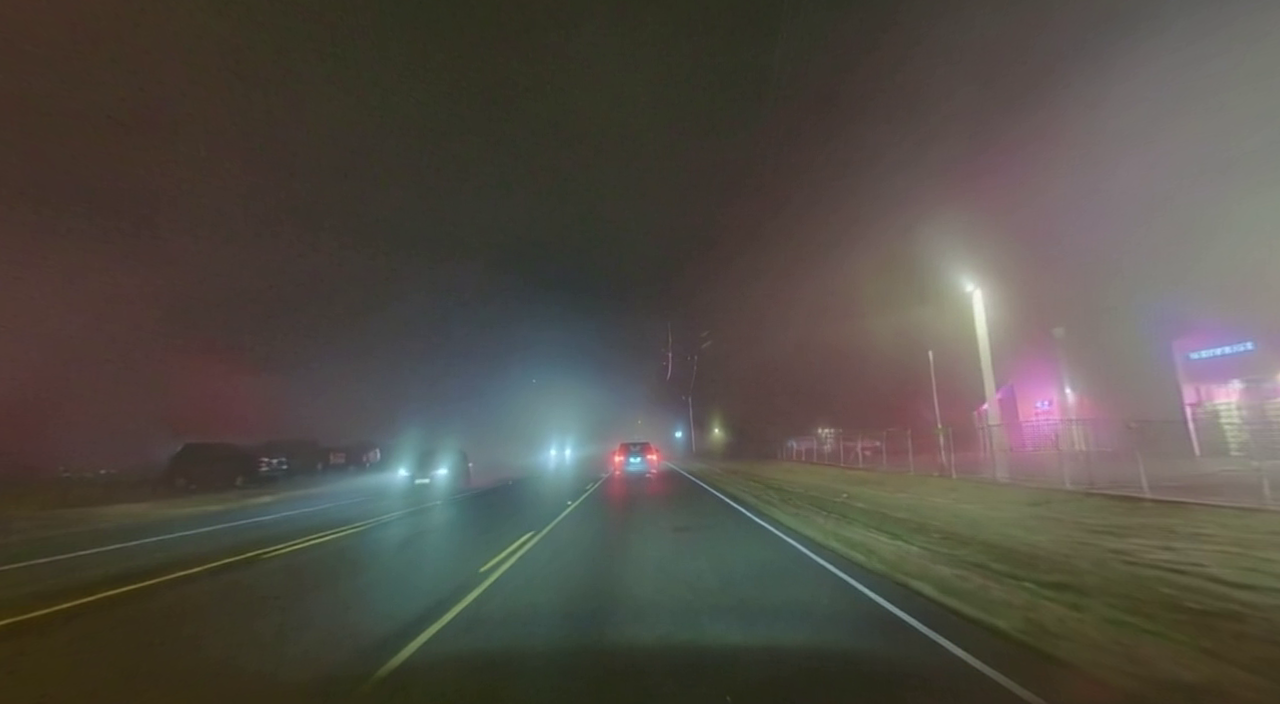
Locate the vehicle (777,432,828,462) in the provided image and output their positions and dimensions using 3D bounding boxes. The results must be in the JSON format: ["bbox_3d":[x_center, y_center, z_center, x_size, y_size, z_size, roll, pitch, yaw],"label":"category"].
[{"bbox_3d":[12.244,7.238,47.834,2.280,2.050,5.515,-2,-9,-1],"label":"vehicle"}]

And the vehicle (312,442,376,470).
[{"bbox_3d":[-19.393,6.820,41.382,2.050,1.714,4.619,0,-8,-2],"label":"vehicle"}]

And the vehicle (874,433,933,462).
[{"bbox_3d":[19.800,7.144,47.475,2.245,1.932,5.951,-3,-7,5],"label":"vehicle"}]

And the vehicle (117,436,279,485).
[{"bbox_3d":[-18.210,4.470,26.056,5.085,1.906,2.153,0,-9,1],"label":"vehicle"}]

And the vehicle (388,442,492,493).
[{"bbox_3d":[-6.515,3.800,21.013,1.985,1.505,4.143,0,-9,2],"label":"vehicle"}]

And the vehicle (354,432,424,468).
[{"bbox_3d":[-16.450,6.463,41.487,2.230,2.164,5.732,0,-8,0],"label":"vehicle"}]

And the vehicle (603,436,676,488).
[{"bbox_3d":[-0.017,3.527,20.446,2.144,1.514,4.063,0,-8,0],"label":"vehicle"}]

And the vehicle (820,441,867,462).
[{"bbox_3d":[15.394,7.519,47.725,2.040,1.506,4.289,0,-9,-1],"label":"vehicle"}]
